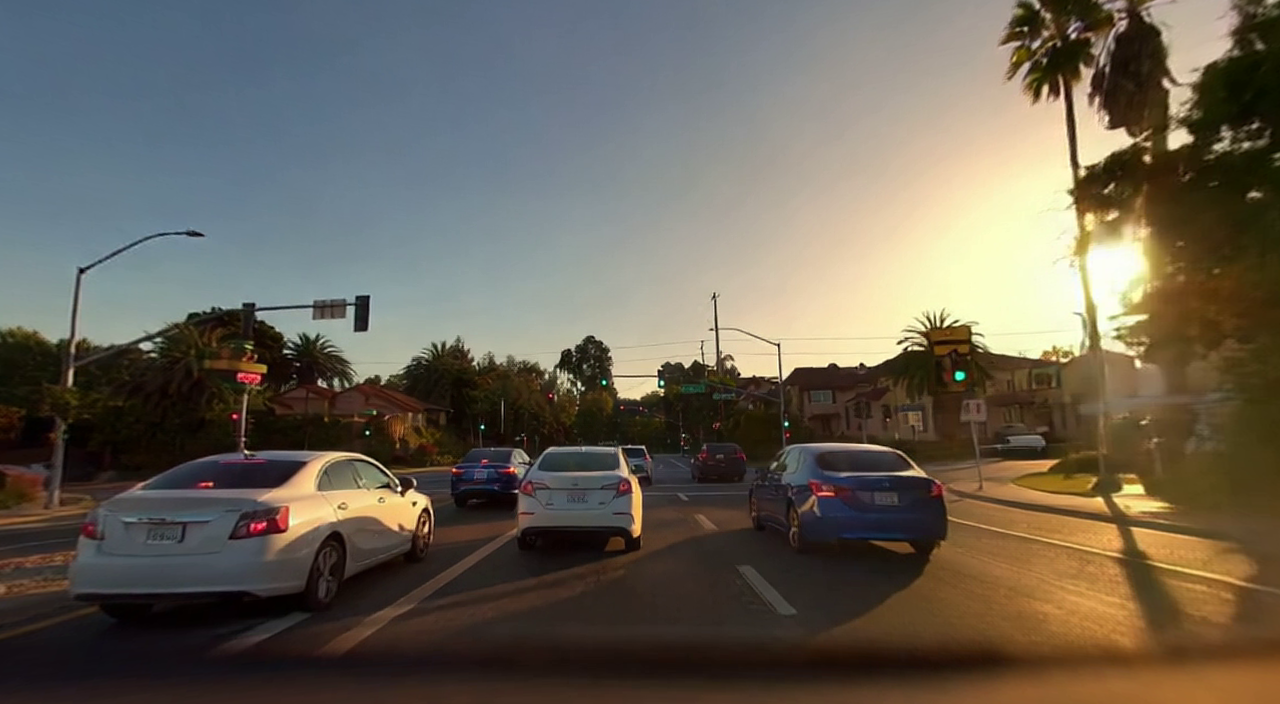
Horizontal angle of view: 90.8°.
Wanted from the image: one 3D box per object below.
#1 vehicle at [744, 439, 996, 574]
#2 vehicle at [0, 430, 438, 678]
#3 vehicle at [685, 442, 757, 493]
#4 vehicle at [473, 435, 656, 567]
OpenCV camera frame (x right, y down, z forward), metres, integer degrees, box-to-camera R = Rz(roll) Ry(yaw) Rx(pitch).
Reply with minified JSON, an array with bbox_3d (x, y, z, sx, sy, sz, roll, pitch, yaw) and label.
[{"bbox_3d":[2.898,2.029,9.190,2.014,1.464,4.312,0,-8,0],"label":"vehicle"},{"bbox_3d":[-3.699,1.556,6.107,2.058,1.474,4.473,0,-8,-1],"label":"vehicle"},{"bbox_3d":[2.758,4.033,22.407,1.956,1.615,4.205,0,-8,-1],"label":"vehicle"},{"bbox_3d":[-0.911,2.003,9.253,2.104,1.500,3.815,0,-8,-1],"label":"vehicle"}]
